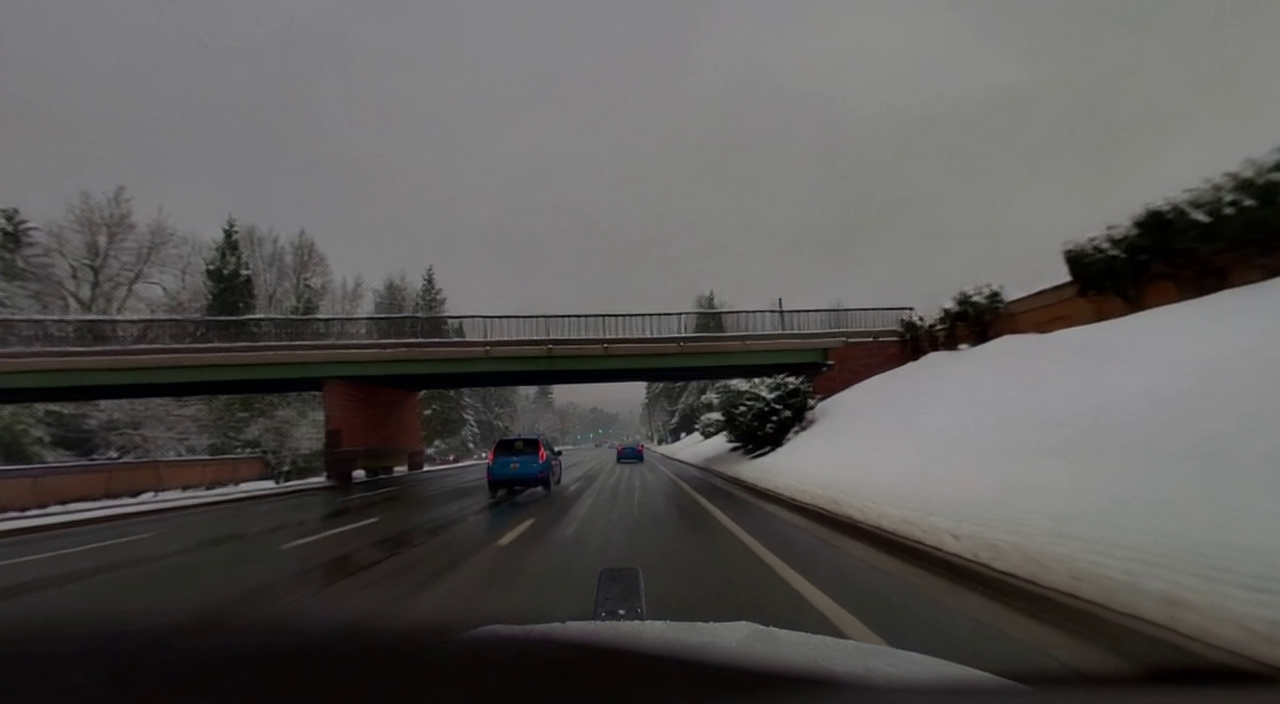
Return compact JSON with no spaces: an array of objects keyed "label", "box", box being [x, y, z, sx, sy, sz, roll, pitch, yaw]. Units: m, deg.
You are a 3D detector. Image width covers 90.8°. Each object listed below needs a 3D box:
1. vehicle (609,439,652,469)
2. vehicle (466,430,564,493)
[{"label":"vehicle","box":[-0.566,5.628,35.112,2.205,1.509,4.272,0,-8,-2]},{"label":"vehicle","box":[-3.837,3.463,20.382,2.223,1.771,4.581,-1,-8,0]}]
